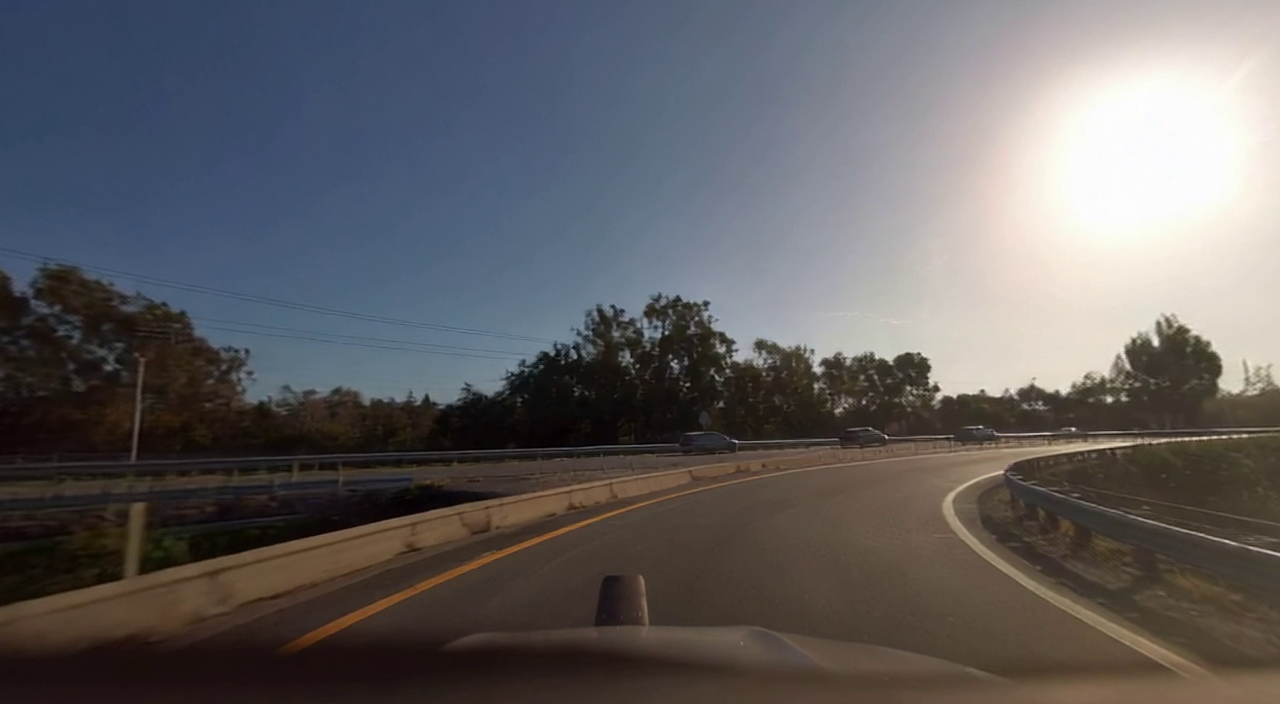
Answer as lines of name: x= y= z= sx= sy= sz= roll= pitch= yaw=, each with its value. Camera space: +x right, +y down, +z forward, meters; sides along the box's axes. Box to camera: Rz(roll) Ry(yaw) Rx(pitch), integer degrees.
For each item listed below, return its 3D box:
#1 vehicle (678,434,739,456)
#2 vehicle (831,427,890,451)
vehicle: x=5.419 y=7.316 z=49.290 sx=4.957 sy=1.593 sz=1.871 roll=8 pitch=-12 yaw=-41
vehicle: x=15.038 y=5.964 z=42.839 sx=3.990 sy=1.549 sz=1.971 roll=8 pitch=-11 yaw=-40
